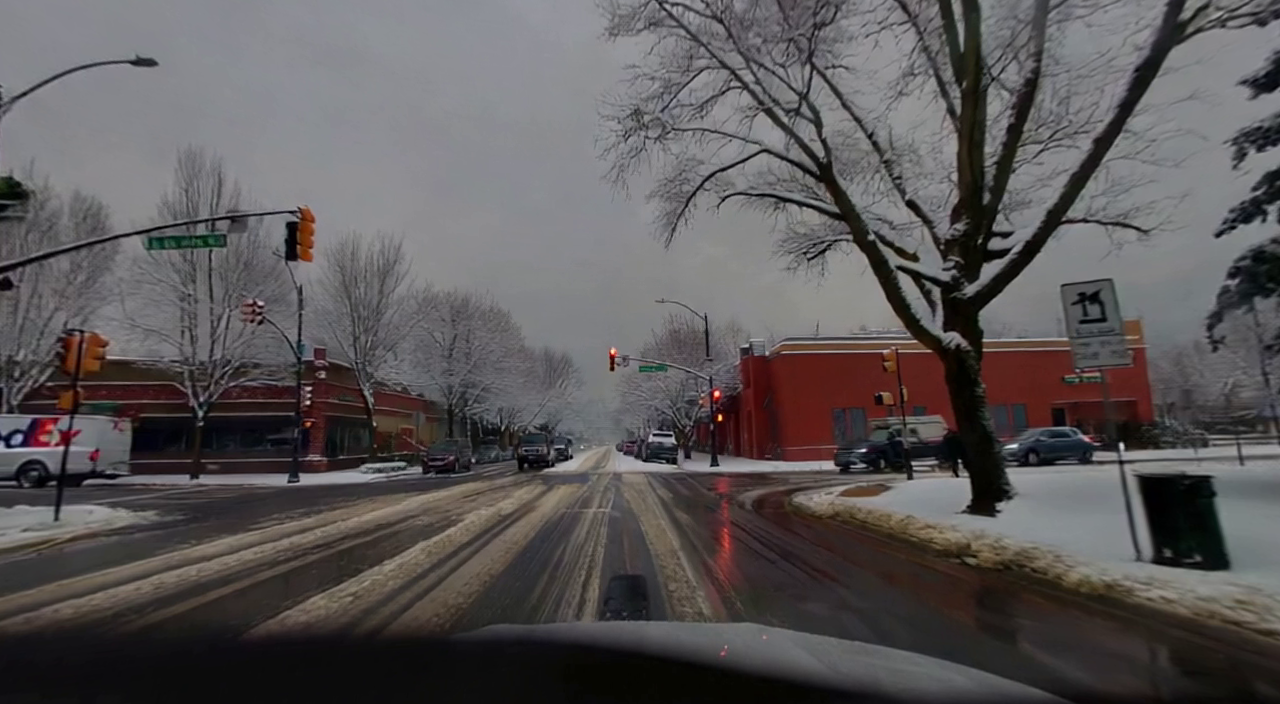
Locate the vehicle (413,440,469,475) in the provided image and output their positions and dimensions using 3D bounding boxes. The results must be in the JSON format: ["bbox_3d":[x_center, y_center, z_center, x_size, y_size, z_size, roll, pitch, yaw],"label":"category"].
[{"bbox_3d":[-11.153,5.929,35.643,2.216,1.804,4.526,1,-8,-7],"label":"vehicle"}]

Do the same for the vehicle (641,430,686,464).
[{"bbox_3d":[1.536,6.535,43.437,2.557,2.188,5.164,1,-8,-4],"label":"vehicle"}]

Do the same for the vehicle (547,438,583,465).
[{"bbox_3d":[-4.632,6.174,39.283,2.033,1.596,4.142,1,-8,-4],"label":"vehicle"}]

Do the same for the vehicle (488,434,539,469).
[{"bbox_3d":[-7.265,5.783,36.770,2.242,1.887,4.924,1,-8,-4],"label":"vehicle"}]

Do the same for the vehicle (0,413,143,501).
[{"bbox_3d":[-26.568,4.326,25.880,9.465,3.299,3.029,-1,-6,-4],"label":"vehicle"}]
